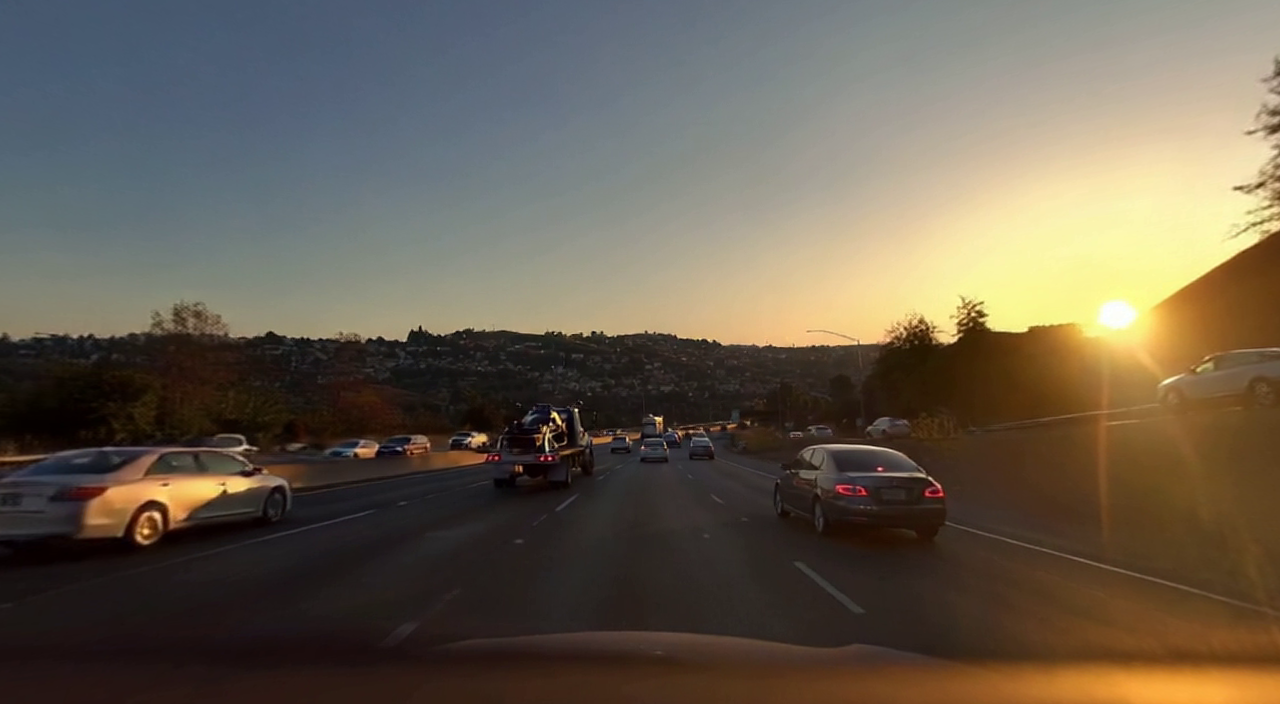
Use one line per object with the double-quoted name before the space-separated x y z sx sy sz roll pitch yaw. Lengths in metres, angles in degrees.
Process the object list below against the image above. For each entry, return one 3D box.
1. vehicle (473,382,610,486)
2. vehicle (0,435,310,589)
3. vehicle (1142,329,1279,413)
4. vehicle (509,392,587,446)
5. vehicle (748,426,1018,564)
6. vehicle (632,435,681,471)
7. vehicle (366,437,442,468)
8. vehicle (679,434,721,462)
"vehicle" -3.041 3.086 23.159 3.162 2.955 10.282 0 -8 1
"vehicle" -6.715 1.835 8.322 1.964 1.395 4.948 0 -8 1
"vehicle" 14.704 0.514 14.869 1.979 1.616 4.268 1 -8 -5
"vehicle" -3.040 2.429 21.934 1.893 1.674 4.766 0 -8 1
"vehicle" 3.040 1.881 9.106 2.040 1.481 4.260 0 -8 -3
"vehicle" 0.754 4.557 28.705 2.079 1.499 3.915 0 -8 1
"vehicle" -12.233 5.219 33.004 2.123 1.511 4.343 0 -8 3
"vehicle" 3.658 6.018 39.562 2.075 1.614 4.682 0 -8 -1
